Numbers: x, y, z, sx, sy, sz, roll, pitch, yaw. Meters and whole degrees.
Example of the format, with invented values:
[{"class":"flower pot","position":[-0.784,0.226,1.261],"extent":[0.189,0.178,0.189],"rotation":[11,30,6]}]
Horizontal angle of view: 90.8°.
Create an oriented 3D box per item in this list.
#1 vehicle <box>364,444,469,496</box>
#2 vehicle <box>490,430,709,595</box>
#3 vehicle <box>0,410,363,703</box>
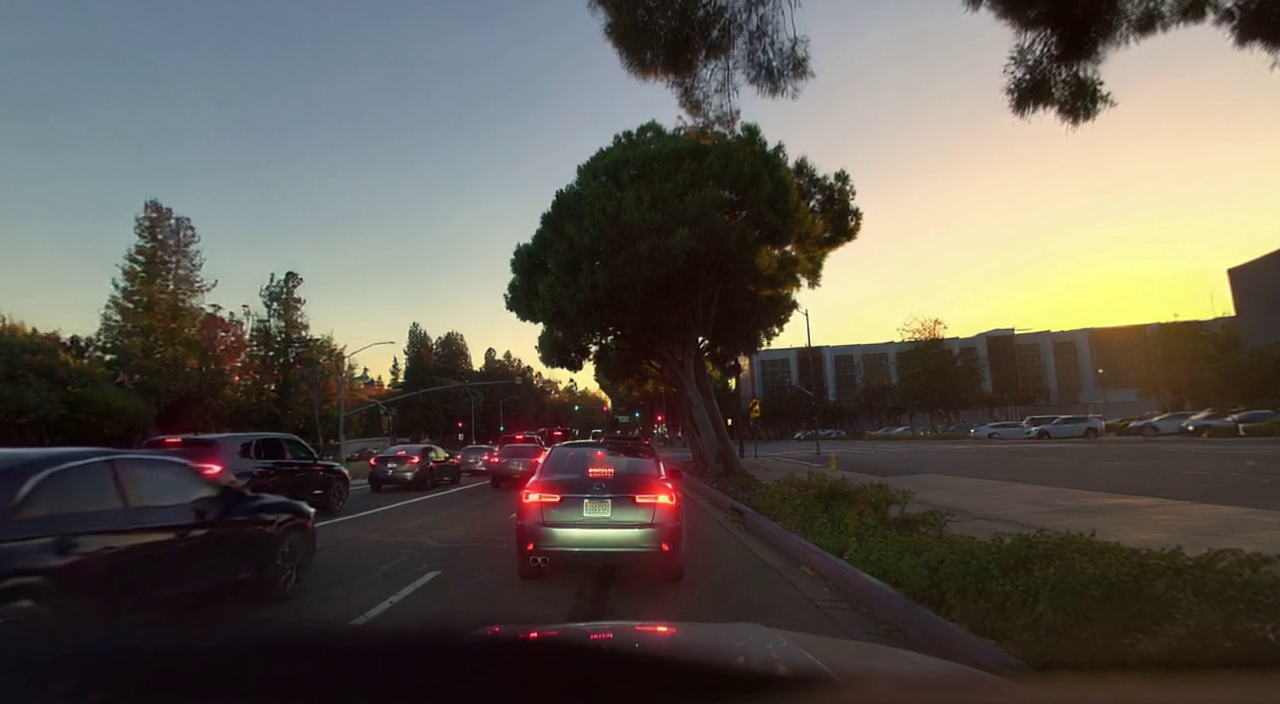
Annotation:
[{"class":"vehicle","position":[-7.346,3.890,21.268],"extent":[1.851,1.532,4.279],"rotation":[0,-9,1]},{"class":"vehicle","position":[-0.394,1.819,8.014],"extent":[2.066,1.544,3.954],"rotation":[0,-9,0]},{"class":"vehicle","position":[-3.984,1.264,4.467],"extent":[1.913,1.521,4.539],"rotation":[0,-9,1]}]
